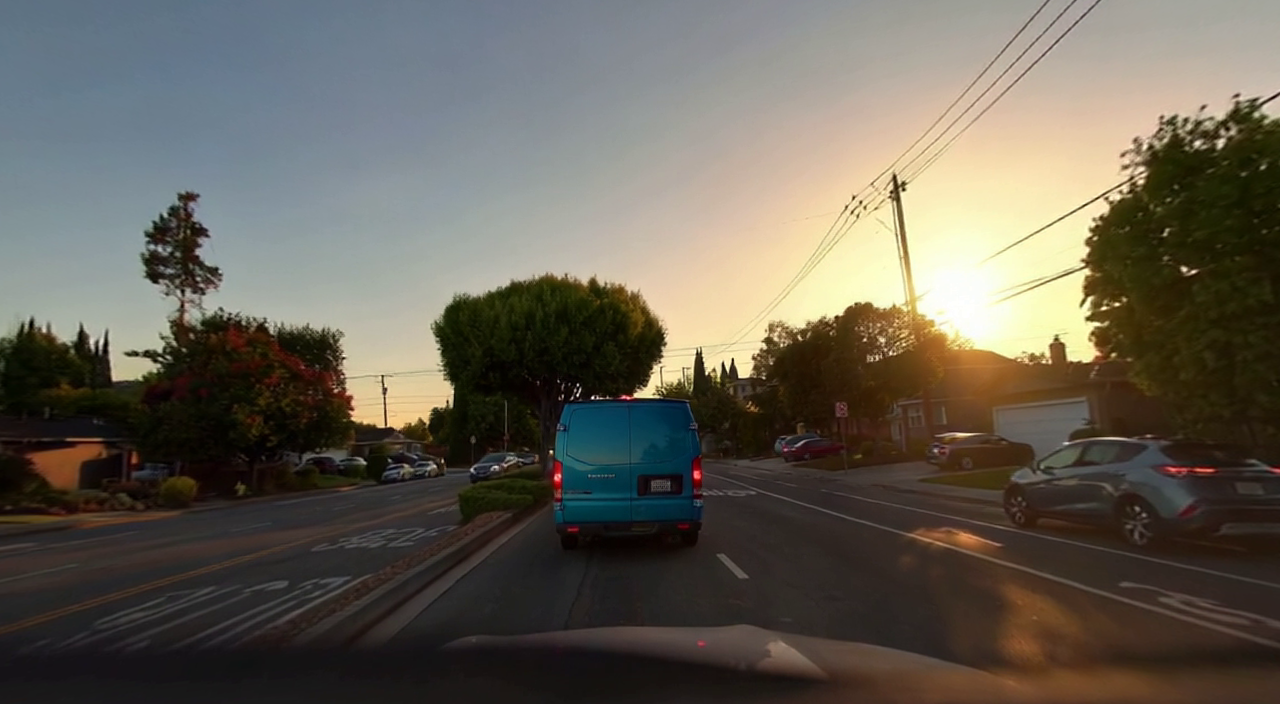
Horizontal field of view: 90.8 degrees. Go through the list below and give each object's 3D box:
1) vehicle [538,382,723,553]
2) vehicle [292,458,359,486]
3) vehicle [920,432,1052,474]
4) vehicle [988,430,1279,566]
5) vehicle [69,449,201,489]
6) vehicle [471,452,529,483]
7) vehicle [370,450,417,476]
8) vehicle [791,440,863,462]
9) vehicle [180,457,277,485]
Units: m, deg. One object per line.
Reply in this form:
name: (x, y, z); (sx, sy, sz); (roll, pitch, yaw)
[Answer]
vehicle: (-0.271, 1.815, 10.500); (2.342, 2.142, 4.809); (0, -9, -4)
vehicle: (-18.424, 7.047, 37.251); (1.816, 1.445, 4.120); (0, -9, 0)
vehicle: (13.132, 3.843, 24.192); (3.916, 1.517, 1.887); (0, -8, 0)
vehicle: (7.347, 1.966, 9.316); (1.883, 1.504, 4.220); (0, -9, -2)
vehicle: (-26.896, 6.218, 33.801); (5.026, 2.017, 2.215); (0, -9, -1)
vehicle: (-7.357, 6.103, 33.649); (1.962, 1.481, 4.434); (0, -9, 2)
vehicle: (-17.991, 8.075, 46.336); (1.841, 1.769, 4.105); (0, -9, -1)
vehicle: (13.097, 6.953, 44.427); (4.483, 1.463, 1.805); (0, -8, -1)
vehicle: (-27.370, 7.938, 42.188); (4.972, 1.776, 2.057); (0, -9, -1)
